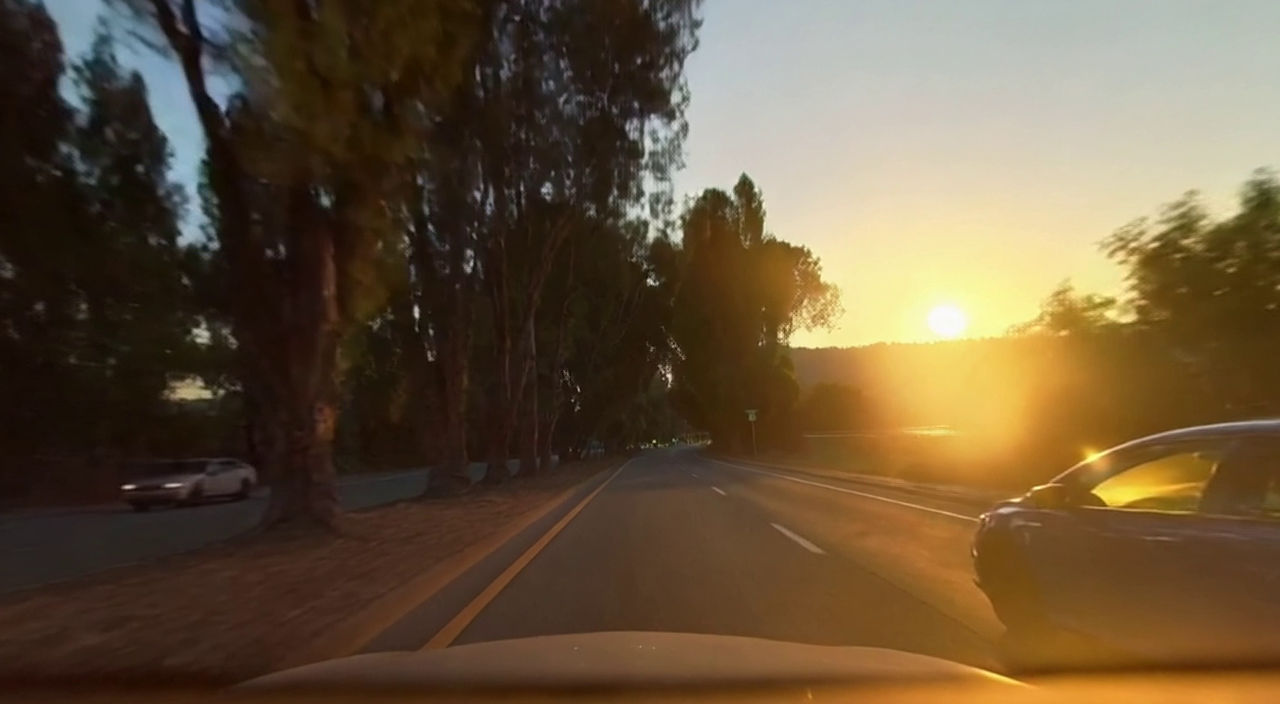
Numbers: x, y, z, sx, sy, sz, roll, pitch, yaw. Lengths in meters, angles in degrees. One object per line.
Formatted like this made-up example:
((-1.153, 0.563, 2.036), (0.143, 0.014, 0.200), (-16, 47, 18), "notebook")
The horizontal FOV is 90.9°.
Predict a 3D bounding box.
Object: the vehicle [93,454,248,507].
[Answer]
((-16.090, 4.399, 21.952), (1.893, 1.571, 4.390), (0, -9, 2), "vehicle")

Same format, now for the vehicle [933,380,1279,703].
((3.383, 0.907, 2.617), (2.061, 1.503, 4.823), (0, -9, 1), "vehicle")
